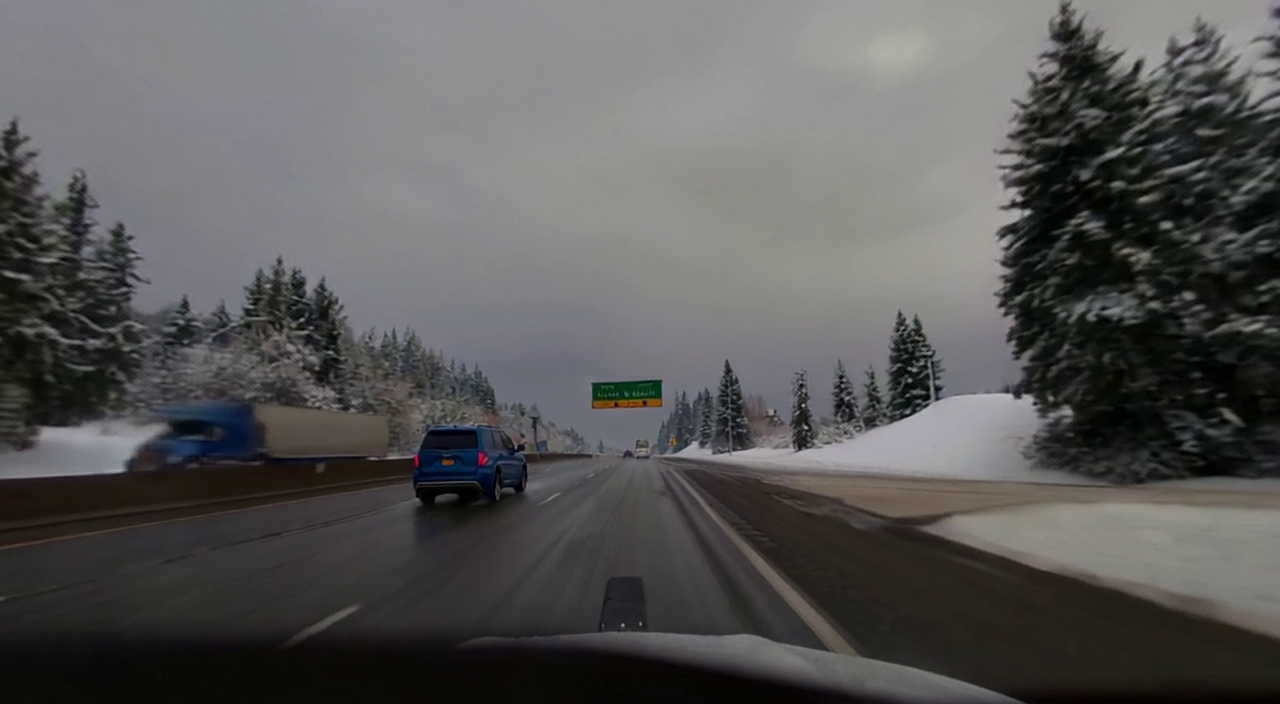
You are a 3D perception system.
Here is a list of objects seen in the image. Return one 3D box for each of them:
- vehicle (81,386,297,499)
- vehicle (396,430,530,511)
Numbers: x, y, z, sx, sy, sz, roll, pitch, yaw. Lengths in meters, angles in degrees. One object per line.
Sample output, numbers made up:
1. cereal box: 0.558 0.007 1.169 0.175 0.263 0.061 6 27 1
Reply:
1. vehicle: -18.161 3.791 26.409 3.027 3.973 7.954 0 -8 0
2. vehicle: -4.288 2.936 16.184 2.084 1.752 4.479 0 -8 1
